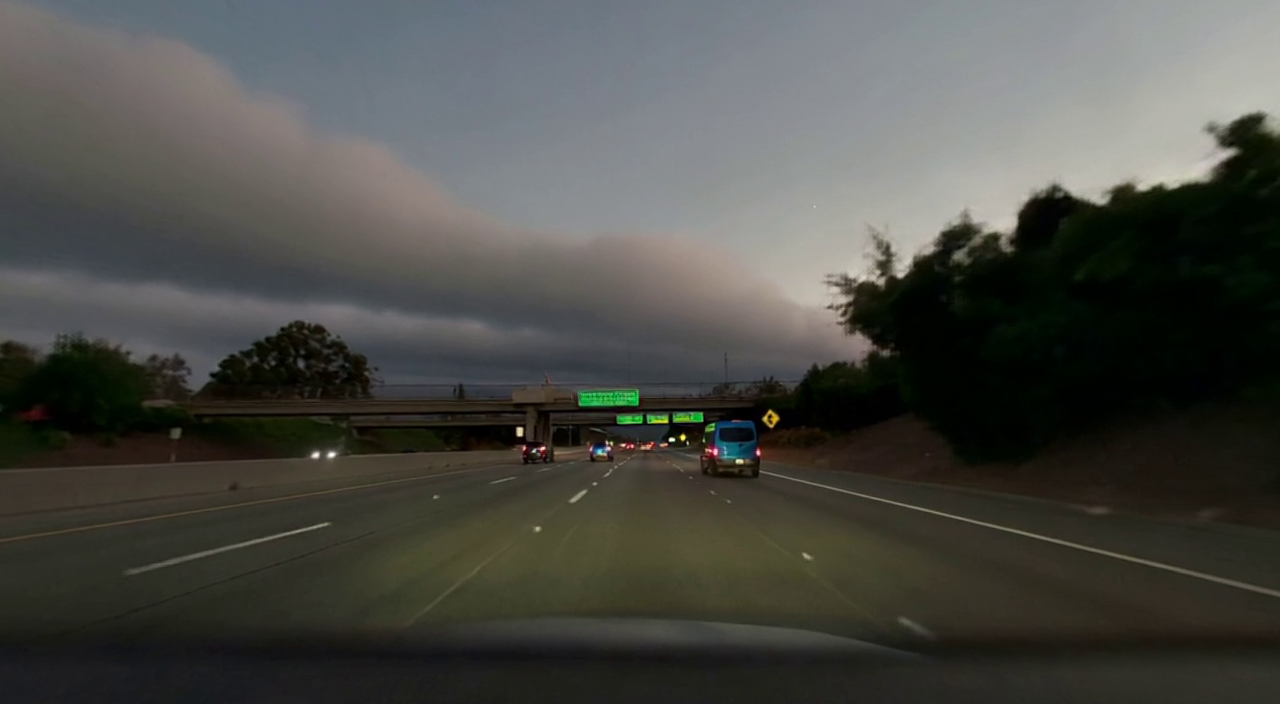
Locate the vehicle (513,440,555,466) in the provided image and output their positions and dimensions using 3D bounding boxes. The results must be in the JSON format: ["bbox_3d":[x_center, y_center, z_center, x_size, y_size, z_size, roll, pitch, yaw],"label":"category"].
[{"bbox_3d":[-7.313,7.006,43.924,2.068,1.632,4.623,-1,-8,1],"label":"vehicle"}]

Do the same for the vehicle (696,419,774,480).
[{"bbox_3d":[3.803,4.059,26.397,2.347,2.234,5.352,0,-8,-1],"label":"vehicle"}]
